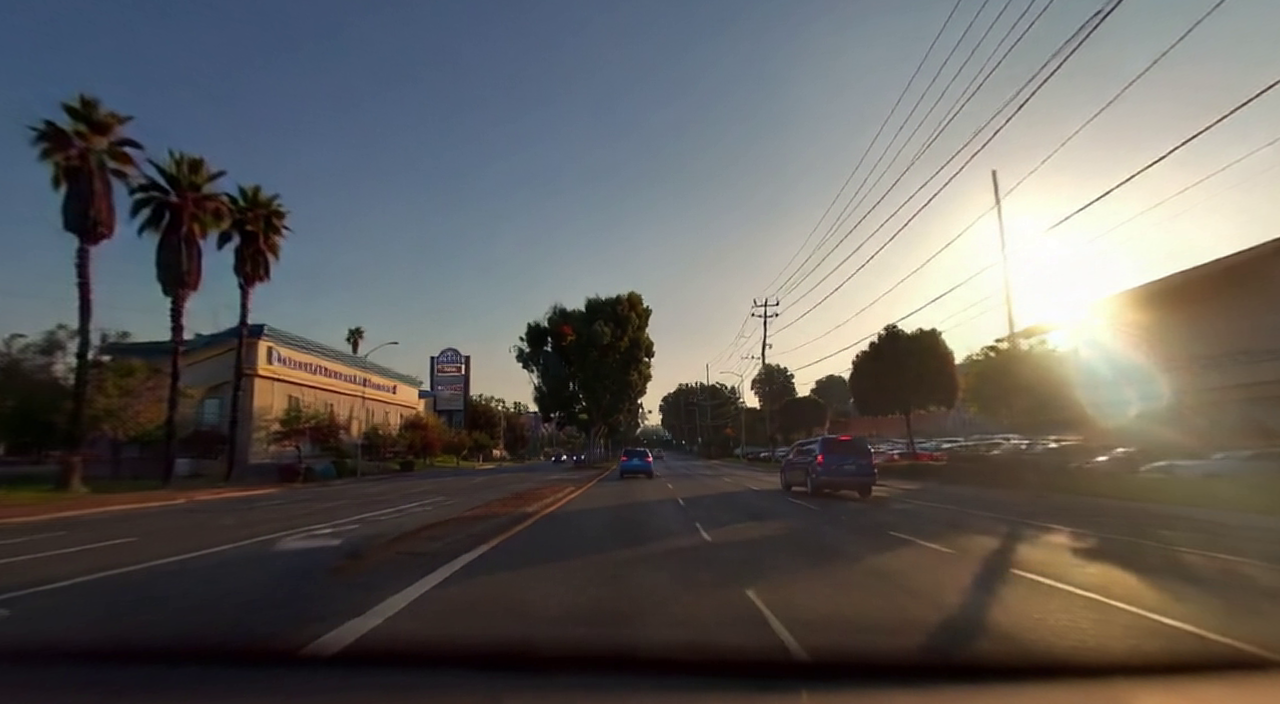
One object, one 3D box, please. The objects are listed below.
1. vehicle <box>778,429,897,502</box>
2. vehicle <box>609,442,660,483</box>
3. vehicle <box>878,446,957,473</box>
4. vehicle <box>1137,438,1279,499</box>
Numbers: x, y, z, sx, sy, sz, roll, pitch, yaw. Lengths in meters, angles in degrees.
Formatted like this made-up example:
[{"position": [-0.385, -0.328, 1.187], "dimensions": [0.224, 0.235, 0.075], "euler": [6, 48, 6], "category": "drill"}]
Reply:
[{"position": [5.803, 3.387, 19.201], "dimensions": [2.107, 1.928, 4.471], "euler": [0, -9, 0], "category": "vehicle"}, {"position": [-0.246, 4.936, 28.342], "dimensions": [2.138, 1.672, 4.168], "euler": [0, -9, 0], "category": "vehicle"}, {"position": [17.604, 6.840, 40.037], "dimensions": [4.008, 1.432, 1.913], "euler": [-4, -9, 0], "category": "vehicle"}, {"position": [17.721, 3.335, 18.323], "dimensions": [4.605, 1.459, 1.968], "euler": [-4, -9, 4], "category": "vehicle"}]
